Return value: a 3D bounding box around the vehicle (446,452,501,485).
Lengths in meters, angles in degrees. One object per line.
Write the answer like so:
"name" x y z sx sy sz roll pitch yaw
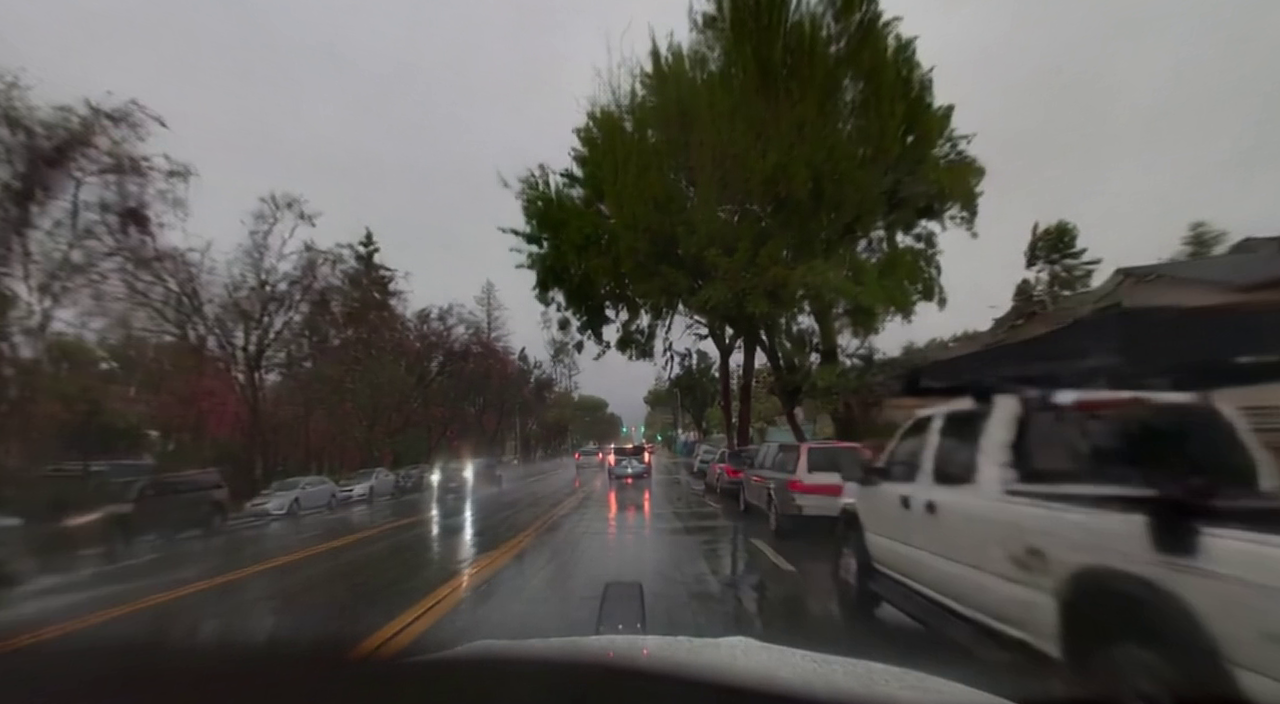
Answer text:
"vehicle" -9.137 6.396 35.091 1.918 1.648 4.163 0 -9 0

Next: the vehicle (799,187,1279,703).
"vehicle" 2.508 0.860 3.315 2.119 1.884 4.567 0 -9 0

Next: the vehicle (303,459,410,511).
"vehicle" -12.167 5.698 27.601 2.076 1.600 5.382 -8 -9 0

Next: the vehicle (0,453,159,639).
"vehicle" -6.373 1.611 4.622 1.998 1.518 4.817 -5 -9 0

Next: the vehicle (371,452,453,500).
"vehicle" -12.142 6.571 34.120 2.264 2.010 5.742 -4 -7 0

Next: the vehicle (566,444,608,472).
"vehicle" -3.066 6.254 37.351 2.117 1.528 4.277 0 -9 0

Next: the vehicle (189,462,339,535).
"vehicle" -12.346 4.760 21.230 1.979 1.815 5.139 -6 -9 -1

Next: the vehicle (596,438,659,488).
"vehicle" -0.400 3.896 22.418 2.041 1.575 4.304 0 -9 0
